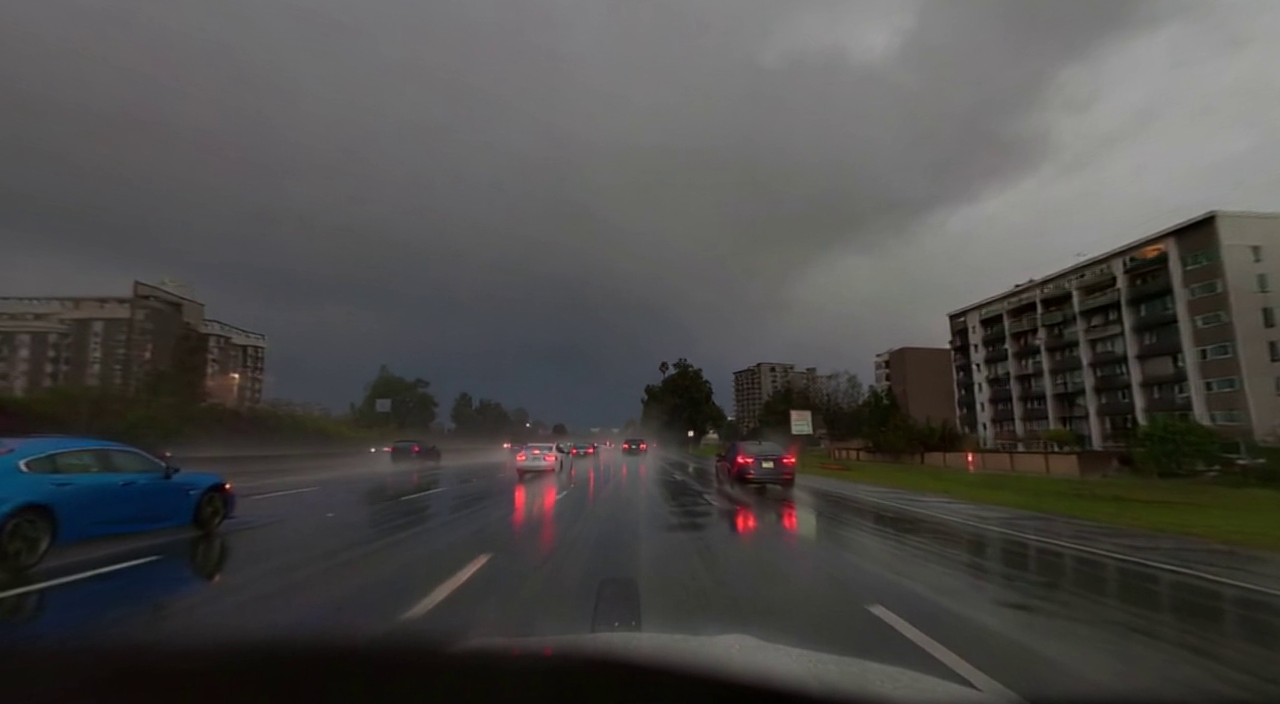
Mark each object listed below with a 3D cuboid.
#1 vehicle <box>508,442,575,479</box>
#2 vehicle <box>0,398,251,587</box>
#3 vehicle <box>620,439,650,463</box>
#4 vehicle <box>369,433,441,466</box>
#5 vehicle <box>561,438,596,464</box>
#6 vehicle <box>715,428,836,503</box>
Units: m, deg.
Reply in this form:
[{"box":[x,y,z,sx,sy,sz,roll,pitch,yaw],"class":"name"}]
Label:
[{"box":[-4.065,4.541,26.829,2.124,1.426,4.444,0,-8,0],"class":"vehicle"},{"box":[-7.142,1.526,7.291,2.086,1.776,5.080,0,-8,0],"class":"vehicle"},{"box":[-0.366,7.207,45.936,2.053,1.650,3.945,0,-8,-1],"class":"vehicle"},{"box":[-15.306,6.420,41.672,2.396,1.999,6.333,0,-8,0],"class":"vehicle"},{"box":[-4.275,6.994,44.755,2.044,1.774,4.329,0,-8,0],"class":"vehicle"},{"box":[3.285,2.860,16.353,2.061,1.658,4.417,0,-8,-1],"class":"vehicle"}]
